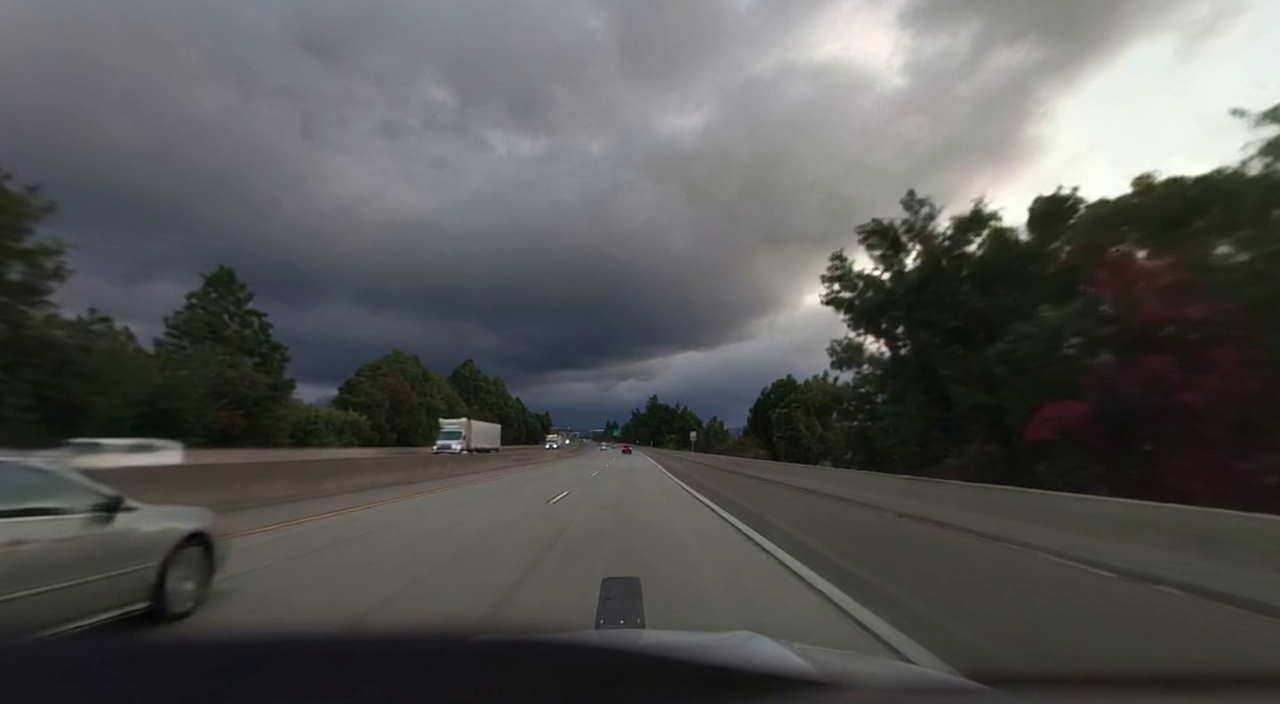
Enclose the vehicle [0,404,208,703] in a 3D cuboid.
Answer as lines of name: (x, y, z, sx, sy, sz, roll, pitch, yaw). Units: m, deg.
vehicle: (-4.104, 0.884, 1.990, 2.083, 1.560, 4.713, 0, -9, 1)
